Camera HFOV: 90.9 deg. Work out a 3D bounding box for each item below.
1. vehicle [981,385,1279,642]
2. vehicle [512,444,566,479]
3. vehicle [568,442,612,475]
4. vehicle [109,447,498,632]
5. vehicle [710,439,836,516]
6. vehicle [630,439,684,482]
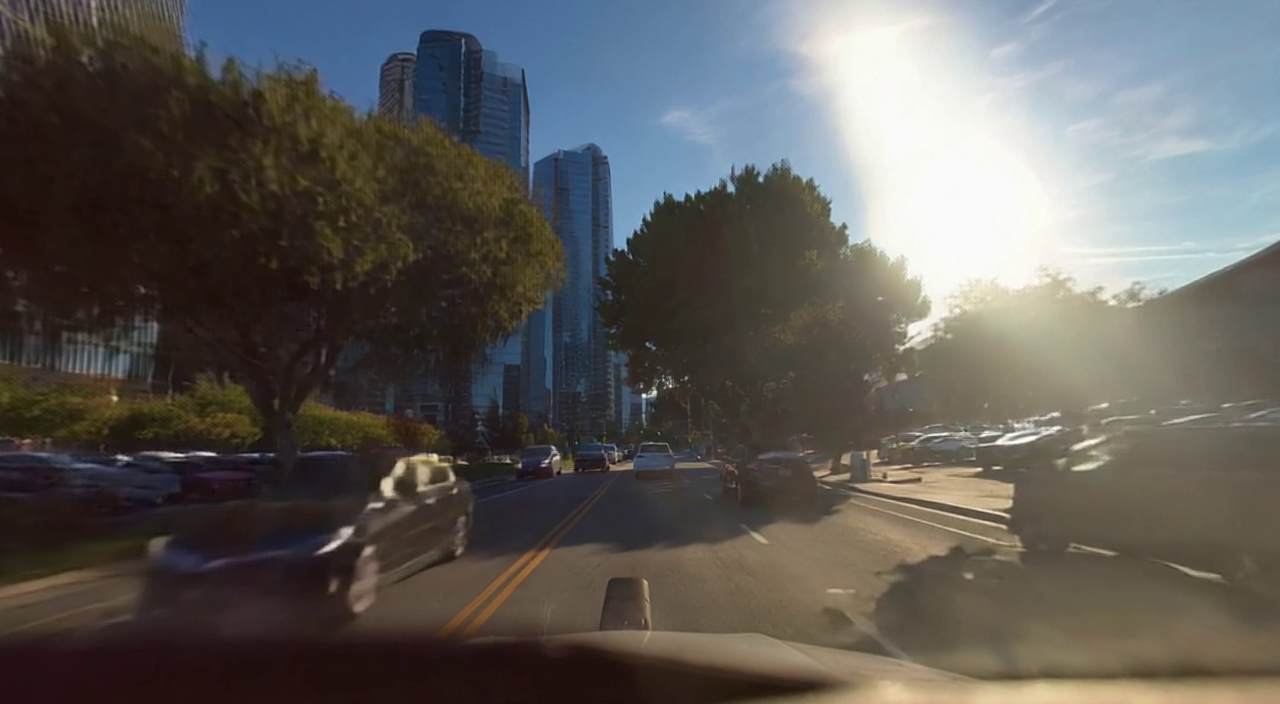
[{"bbox_3d":[5.592,1.373,6.011,2.059,1.813,4.637,0,-9,0],"label":"vehicle"},{"bbox_3d":[-5.466,5.983,34.820,2.132,1.769,4.760,0,-9,1],"label":"vehicle"},{"bbox_3d":[-2.743,5.972,35.590,2.065,1.708,4.311,0,-9,1],"label":"vehicle"},{"bbox_3d":[-3.117,1.788,7.079,1.997,1.415,4.195,0,-9,1],"label":"vehicle"},{"bbox_3d":[2.927,2.846,14.857,1.991,1.536,4.116,0,-9,-1],"label":"vehicle"},{"bbox_3d":[0.693,4.596,26.961,2.105,1.653,3.887,0,-9,0],"label":"vehicle"}]
